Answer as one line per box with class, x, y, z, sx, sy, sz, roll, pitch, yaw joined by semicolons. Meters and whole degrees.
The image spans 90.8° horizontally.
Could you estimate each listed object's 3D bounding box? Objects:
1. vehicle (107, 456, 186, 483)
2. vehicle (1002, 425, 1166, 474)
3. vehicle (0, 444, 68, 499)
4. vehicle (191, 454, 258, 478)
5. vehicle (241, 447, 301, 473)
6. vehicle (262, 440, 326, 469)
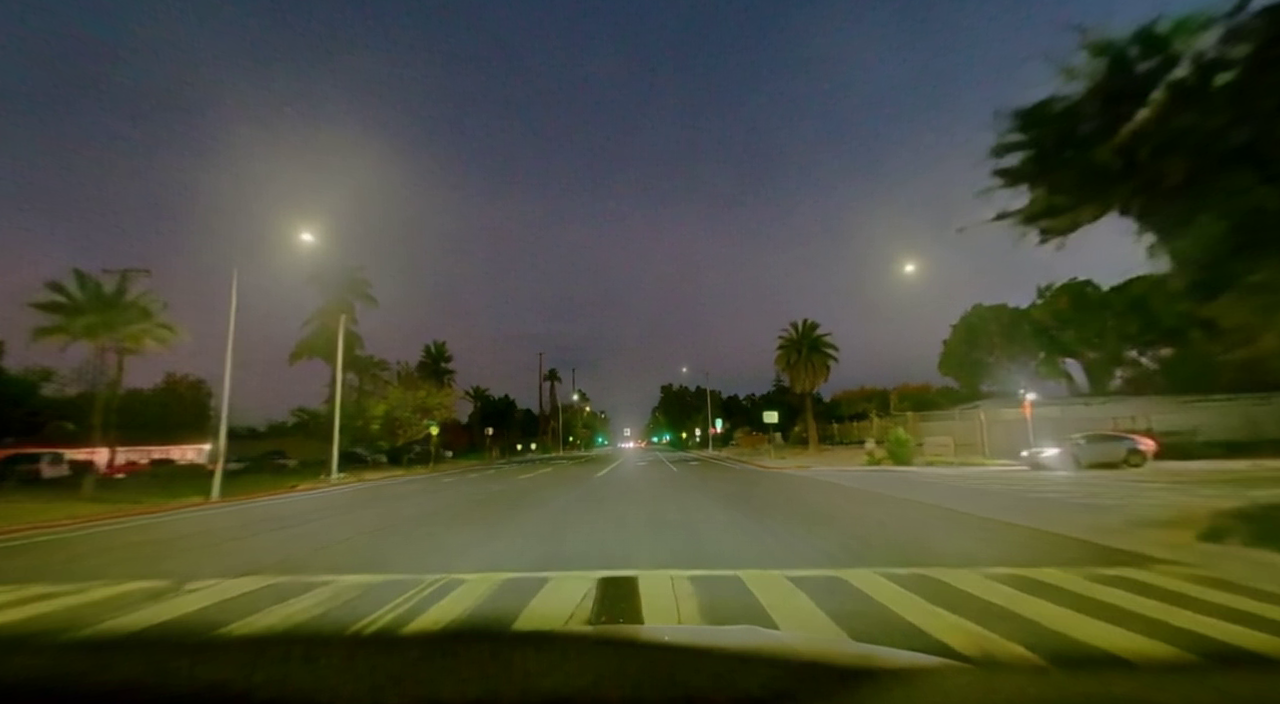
vehicle;-30.703;7.242;39.263;4.858;1.473;2.034;-4;-9;29
vehicle;16.155;3.577;23.208;4.296;1.701;2.255;0;-8;-1
vehicle;-26.435;4.899;26.384;4.714;1.999;2.272;-4;-8;30
vehicle;-31.491;8.623;47.841;4.716;1.652;1.917;-4;-10;26
vehicle;-26.460;7.736;45.288;4.270;1.690;1.978;-7;-8;32
vehicle;-26.515;7.825;48.373;4.793;2.087;1.929;-5;-9;30
